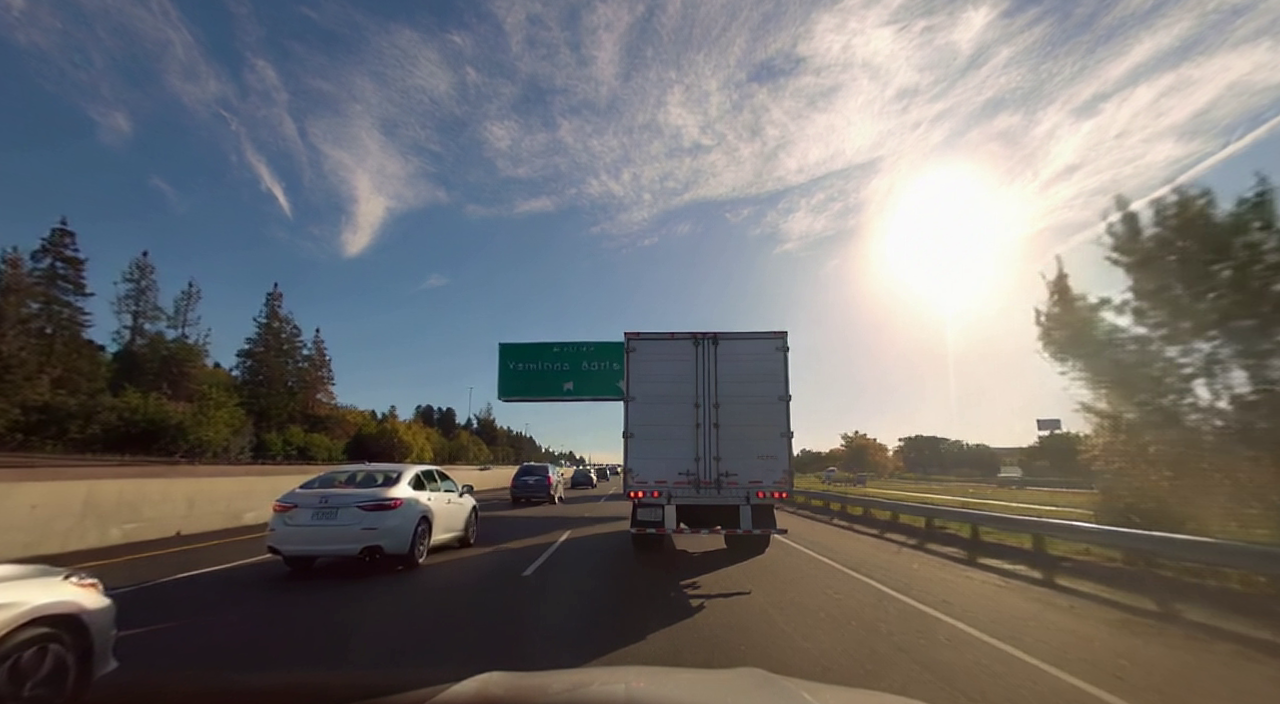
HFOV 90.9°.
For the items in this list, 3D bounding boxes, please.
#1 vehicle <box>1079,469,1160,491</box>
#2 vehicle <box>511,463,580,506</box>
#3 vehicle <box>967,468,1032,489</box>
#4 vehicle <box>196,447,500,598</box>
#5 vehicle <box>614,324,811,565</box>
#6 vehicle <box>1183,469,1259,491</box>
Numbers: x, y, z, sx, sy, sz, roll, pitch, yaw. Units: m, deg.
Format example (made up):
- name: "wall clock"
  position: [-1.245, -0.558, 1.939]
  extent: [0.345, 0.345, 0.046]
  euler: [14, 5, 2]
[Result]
- name: "vehicle"
  position: [35.239, 9.431, 46.425]
  extent: [4.299, 1.465, 1.807]
  euler: [-1, -11, 8]
- name: "vehicle"
  position: [-3.636, 5.230, 25.123]
  extent: [1.964, 1.482, 4.371]
  euler: [0, -11, 1]
- name: "vehicle"
  position: [28.249, 9.947, 49.601]
  extent: [4.107, 1.485, 1.796]
  euler: [-3, -11, 20]
- name: "vehicle"
  position: [-3.528, 2.191, 8.881]
  extent: [1.983, 1.509, 4.679]
  euler: [1, -11, 1]
- name: "vehicle"
  position: [1.077, 2.115, 13.656]
  extent: [2.831, 3.529, 8.689]
  euler: [1, -11, 0]
- name: "vehicle"
  position: [42.750, 9.413, 46.382]
  extent: [3.974, 1.485, 1.709]
  euler: [1, -11, -4]
